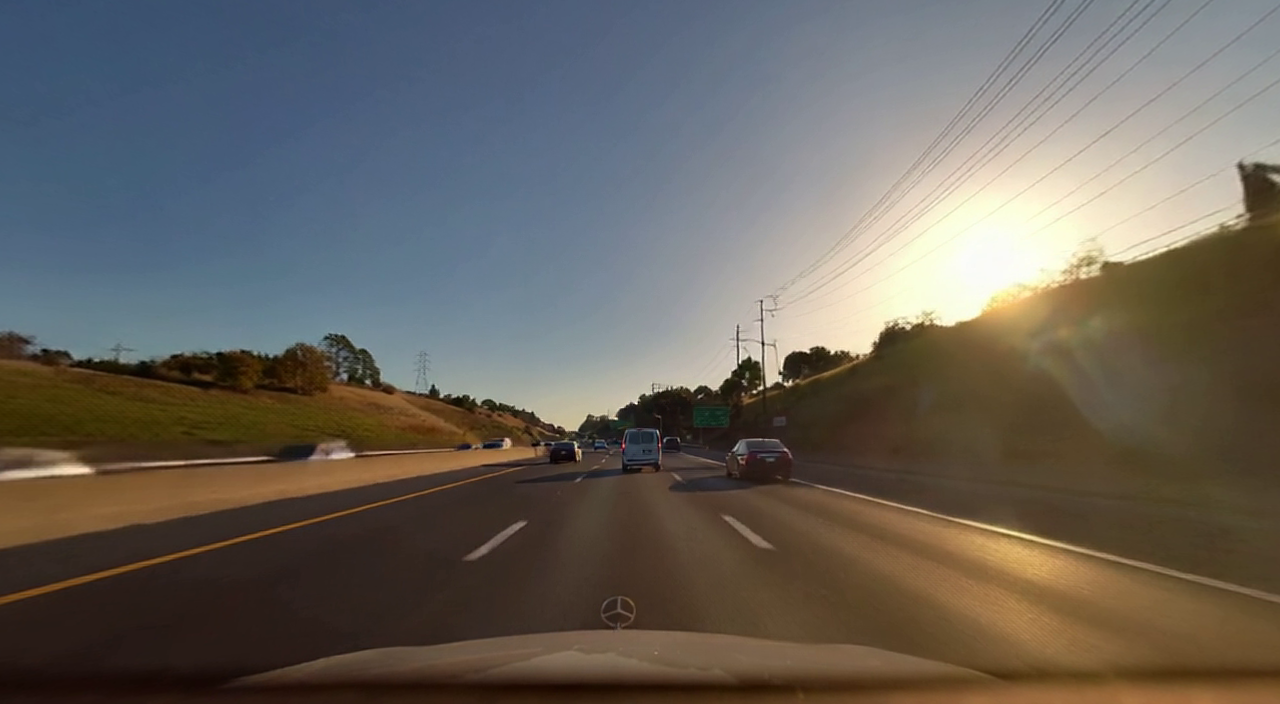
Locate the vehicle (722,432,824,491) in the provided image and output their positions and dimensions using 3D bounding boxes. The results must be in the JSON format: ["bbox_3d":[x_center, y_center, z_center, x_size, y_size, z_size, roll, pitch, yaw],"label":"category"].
[{"bbox_3d":[3.889,3.255,19.348,1.923,1.562,4.691,0,-8,-3],"label":"vehicle"}]

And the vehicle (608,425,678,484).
[{"bbox_3d":[0.054,3.471,21.682,2.159,1.811,4.238,0,-8,-1],"label":"vehicle"}]

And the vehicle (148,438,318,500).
[{"bbox_3d":[-11.275,3.218,17.949,2.014,1.512,4.412,0,-8,-2],"label":"vehicle"}]

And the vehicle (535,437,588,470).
[{"bbox_3d":[-3.794,4.992,31.414,2.093,1.517,4.648,0,-8,0],"label":"vehicle"}]
